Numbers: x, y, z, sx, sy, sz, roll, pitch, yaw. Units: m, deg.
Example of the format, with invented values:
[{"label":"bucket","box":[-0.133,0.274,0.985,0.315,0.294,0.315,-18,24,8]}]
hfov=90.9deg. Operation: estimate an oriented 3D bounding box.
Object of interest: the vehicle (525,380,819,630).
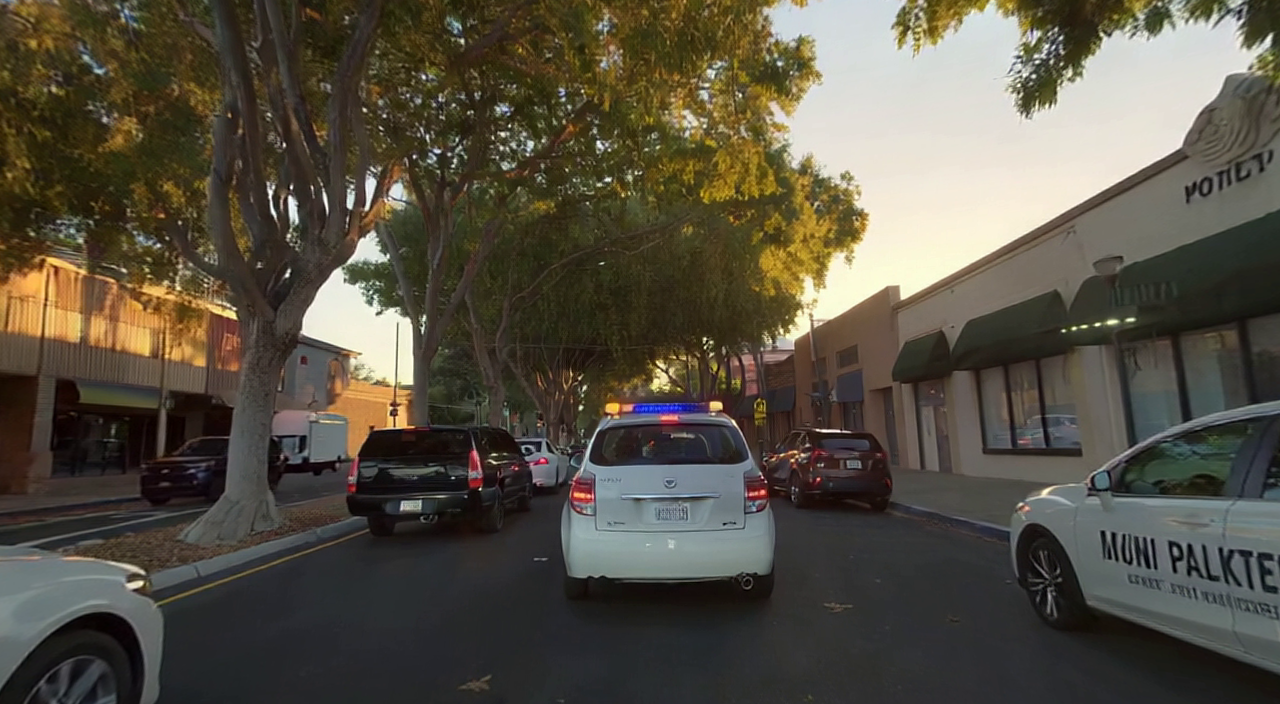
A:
[{"label":"vehicle","box":[0.219,1.382,6.563,2.075,1.770,4.018,0,-8,0]}]

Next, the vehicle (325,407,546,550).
[{"label":"vehicle","box":[-2.957,1.955,10.385,2.135,1.806,4.514,0,-8,-1]}]

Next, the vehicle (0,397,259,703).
[{"label":"vehicle","box":[-2.892,0.749,1.030,1.908,1.474,4.257,0,-8,-1]}]

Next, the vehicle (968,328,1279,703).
[{"label":"vehicle","box":[4.067,0.900,3.288,1.987,1.877,5.330,2,-8,2]}]

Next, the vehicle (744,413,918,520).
[{"label":"vehicle","box":[4.014,2.545,14.536,2.038,1.865,5.786,3,-9,-2]}]
